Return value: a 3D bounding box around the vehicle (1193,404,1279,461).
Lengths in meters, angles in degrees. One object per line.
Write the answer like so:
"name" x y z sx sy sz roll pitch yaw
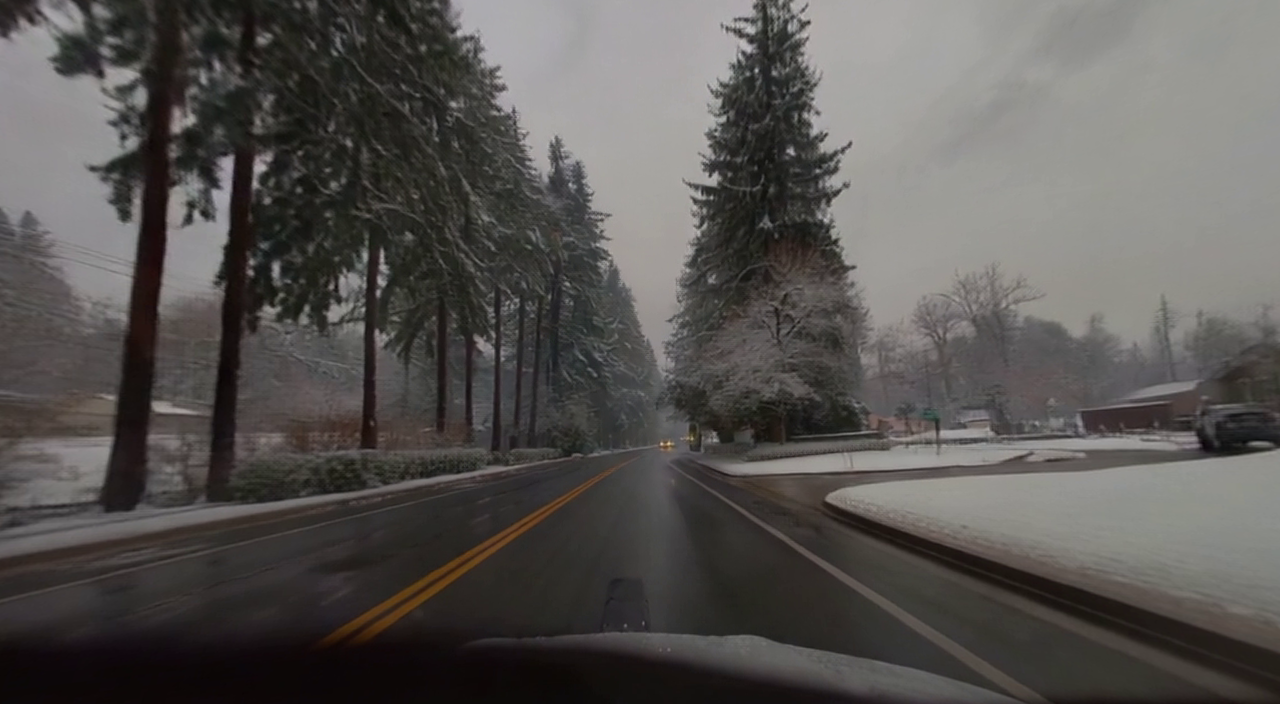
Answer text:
"vehicle" 21.912 2.926 22.602 1.889 1.853 4.207 -4 -9 25
